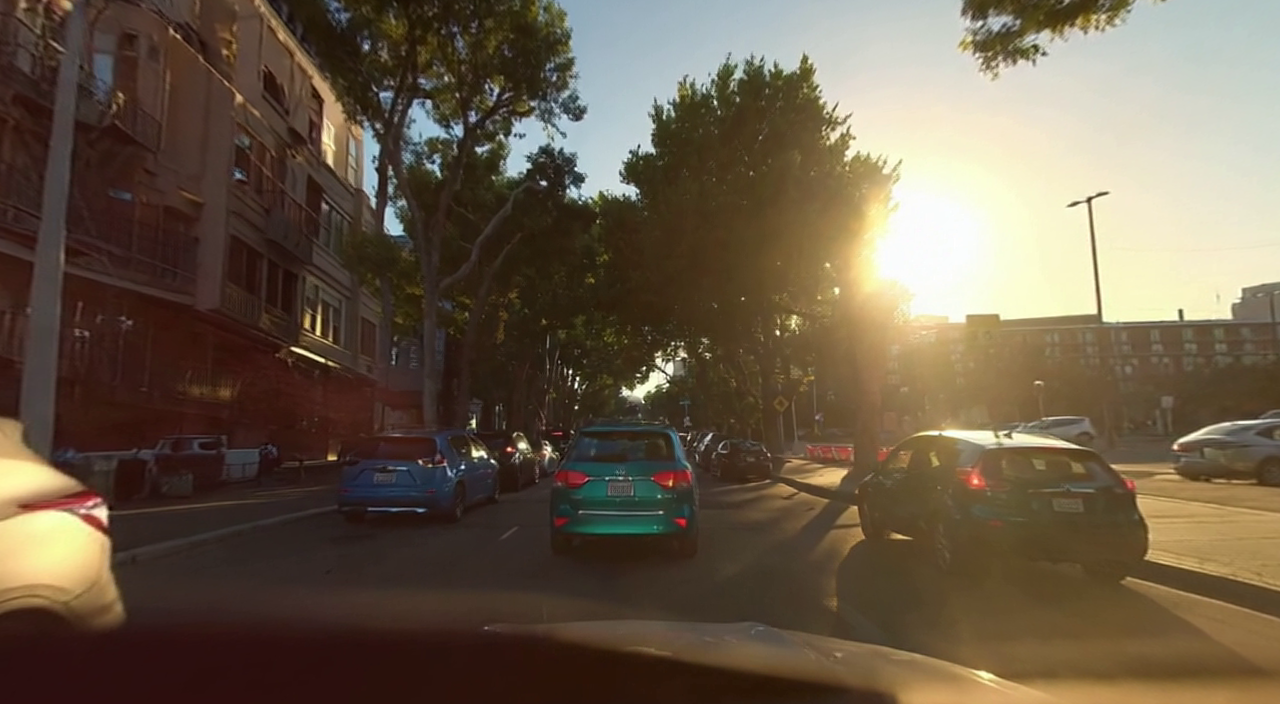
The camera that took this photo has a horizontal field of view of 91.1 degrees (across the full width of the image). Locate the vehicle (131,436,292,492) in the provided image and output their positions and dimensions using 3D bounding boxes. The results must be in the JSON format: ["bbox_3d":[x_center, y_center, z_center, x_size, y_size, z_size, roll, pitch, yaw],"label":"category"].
[{"bbox_3d":[-15.242,3.987,22.830,1.972,1.759,5.347,0,-8,1],"label":"vehicle"}]

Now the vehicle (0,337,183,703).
[{"bbox_3d":[-3.455,0.612,1.036,2.047,1.710,4.314,0,-8,1],"label":"vehicle"}]

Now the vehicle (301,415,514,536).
[{"bbox_3d":[-3.744,2.076,11.132,2.012,1.701,4.316,0,-8,1],"label":"vehicle"}]

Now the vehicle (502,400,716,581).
[{"bbox_3d":[-0.243,1.615,8.085,2.022,1.700,4.084,0,-8,1],"label":"vehicle"}]

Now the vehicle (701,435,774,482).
[{"bbox_3d":[3.330,3.731,22.232,1.948,1.475,4.093,0,-8,0],"label":"vehicle"}]

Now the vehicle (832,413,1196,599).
[{"bbox_3d":[3.770,1.592,7.312,1.847,1.554,3.885,0,-8,1],"label":"vehicle"}]
